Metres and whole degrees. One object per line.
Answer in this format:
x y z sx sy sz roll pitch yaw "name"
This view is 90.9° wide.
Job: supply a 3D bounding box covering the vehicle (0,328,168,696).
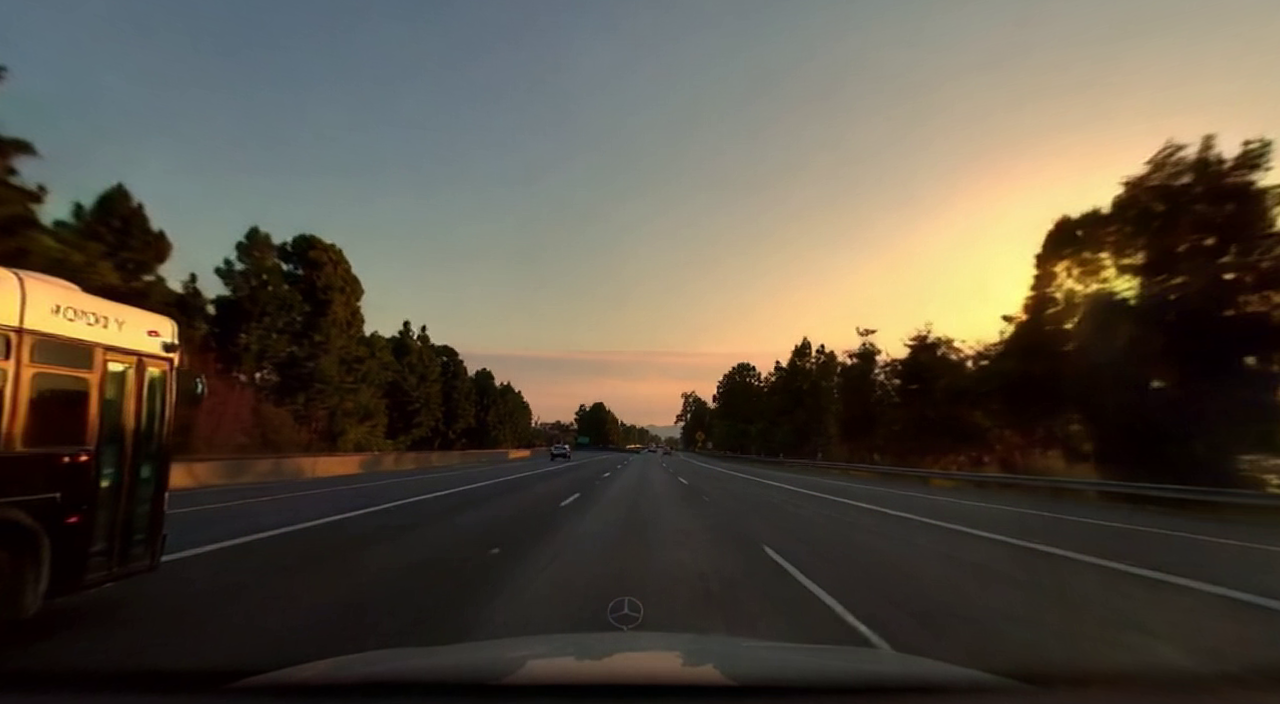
-4.565 0.656 1.949 2.127 1.985 5.205 0 -8 0 "vehicle"
